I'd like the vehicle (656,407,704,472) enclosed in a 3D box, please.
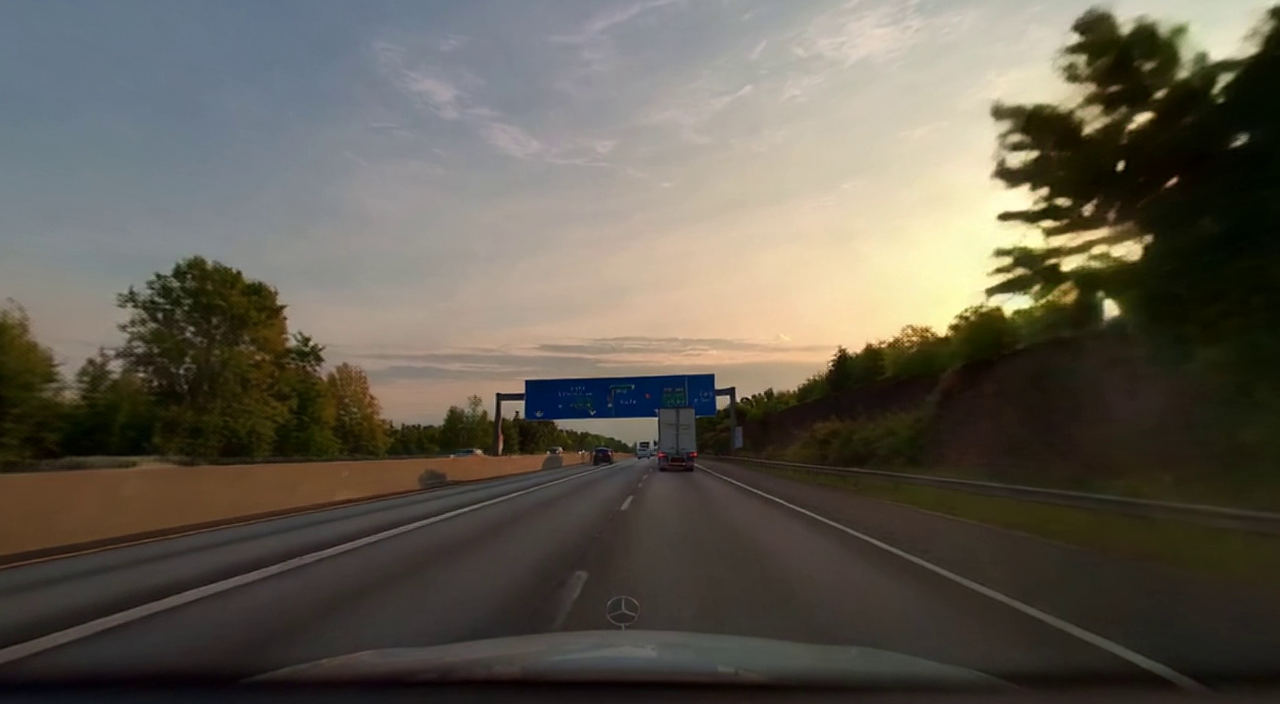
[{"bbox_3d":[2.713,6.577,46.555,2.901,4.032,14.338,0,-9,2],"label":"vehicle"}]
